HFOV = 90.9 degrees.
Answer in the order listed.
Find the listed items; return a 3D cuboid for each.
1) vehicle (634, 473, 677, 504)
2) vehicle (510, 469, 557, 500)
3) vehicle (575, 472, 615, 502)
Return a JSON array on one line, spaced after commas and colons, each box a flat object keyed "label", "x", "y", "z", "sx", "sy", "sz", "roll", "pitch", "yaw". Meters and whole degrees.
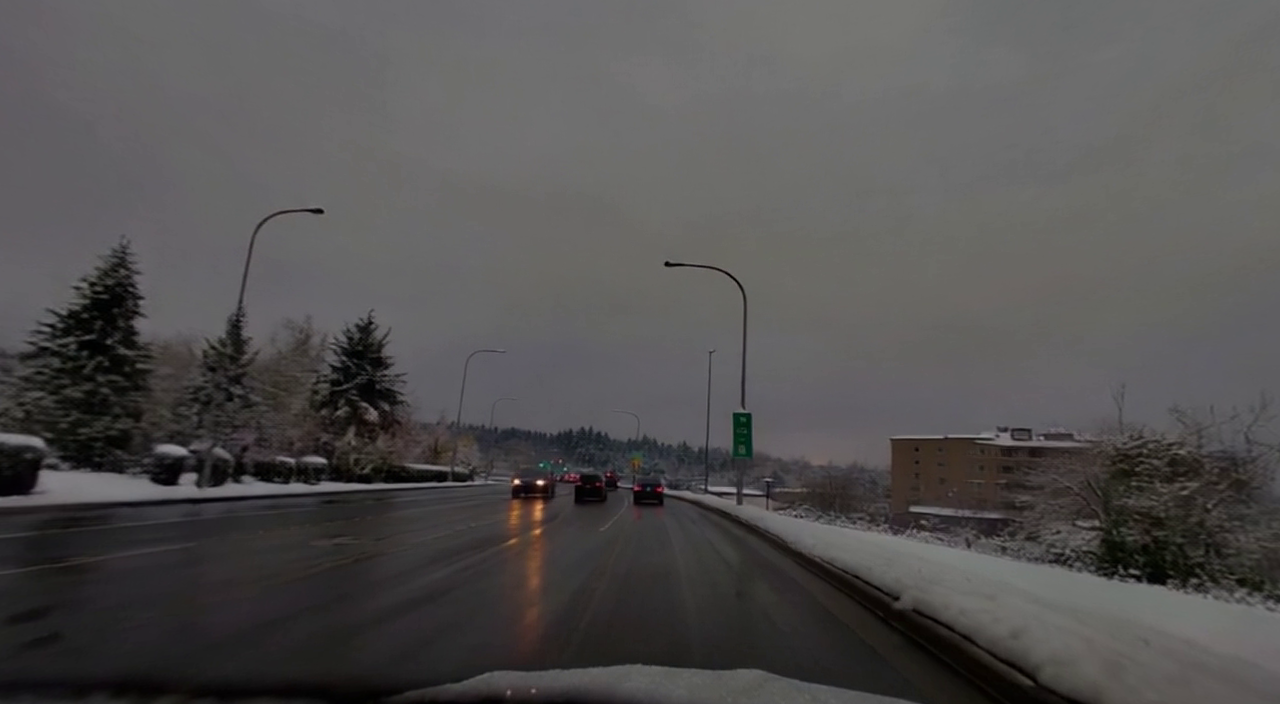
[{"label": "vehicle", "x": 0.791, "y": 7.334, "z": 34.044, "sx": 2.129, "sy": 1.471, "sz": 4.258, "roll": 1, "pitch": -10, "yaw": -1}, {"label": "vehicle", "x": -5.965, "y": 7.438, "z": 35.696, "sx": 2.016, "sy": 1.573, "sz": 4.259, "roll": 1, "pitch": -10, "yaw": -1}, {"label": "vehicle", "x": -2.501, "y": 7.672, "z": 36.067, "sx": 2.030, "sy": 1.441, "sz": 4.806, "roll": 1, "pitch": -10, "yaw": -1}]
